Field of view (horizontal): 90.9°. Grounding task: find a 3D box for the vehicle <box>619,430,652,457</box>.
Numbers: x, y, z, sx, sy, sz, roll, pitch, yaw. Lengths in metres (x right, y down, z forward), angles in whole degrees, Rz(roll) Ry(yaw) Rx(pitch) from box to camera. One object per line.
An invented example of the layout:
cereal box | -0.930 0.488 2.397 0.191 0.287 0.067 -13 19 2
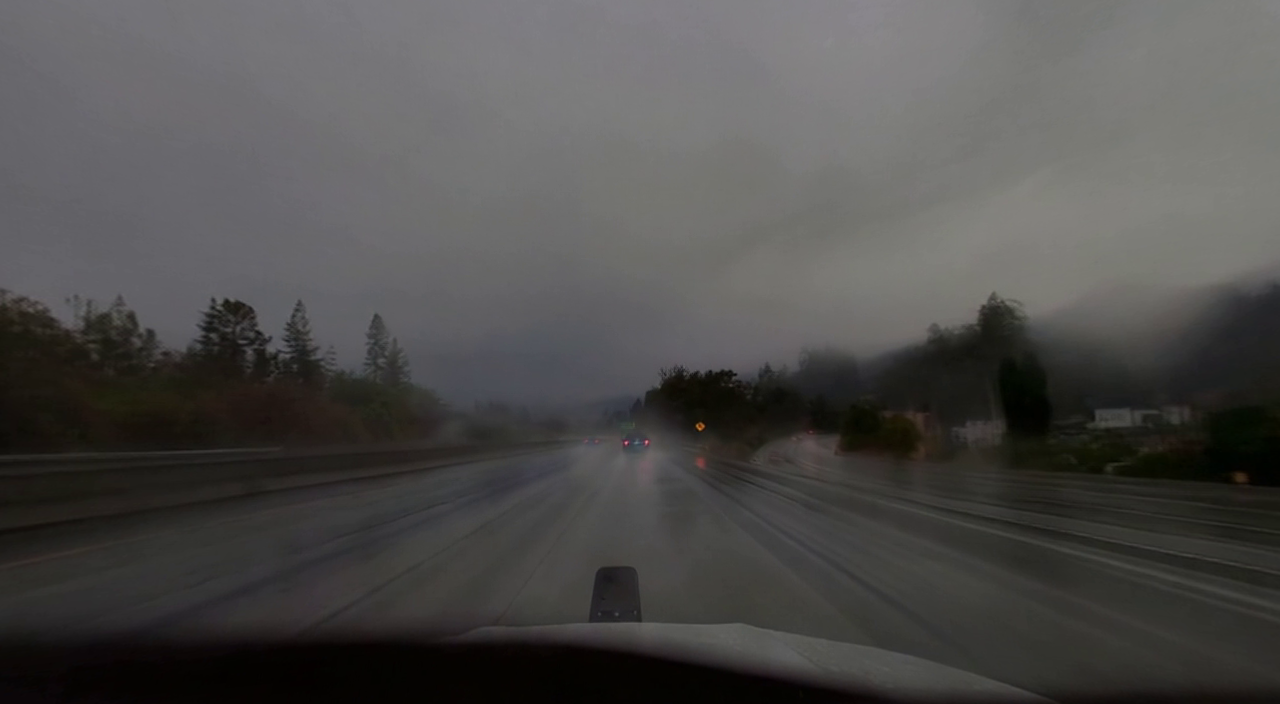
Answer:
vehicle | -0.352 5.922 40.988 2.041 1.618 3.898 0 -8 -1
